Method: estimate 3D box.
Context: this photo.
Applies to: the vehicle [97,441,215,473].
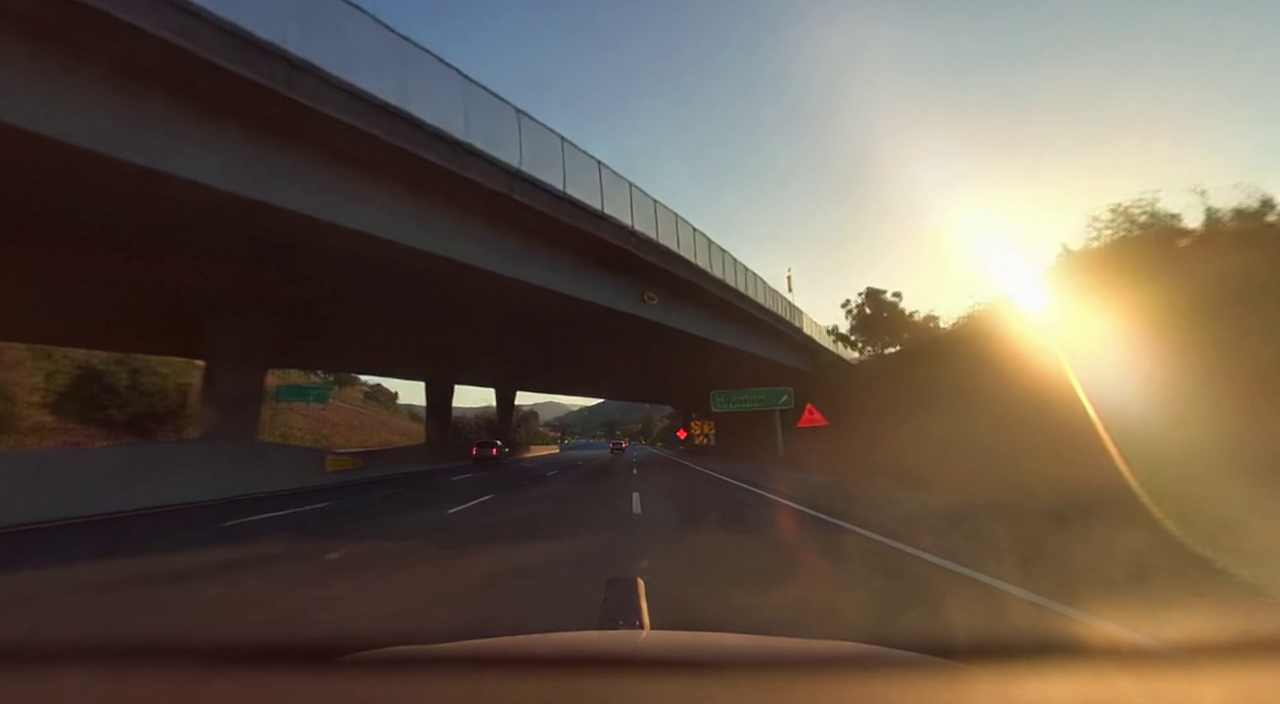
[{"bbox_3d":[-27.380,5.946,36.049,2.174,1.694,5.802,0,-8,-1],"label":"vehicle"}]
